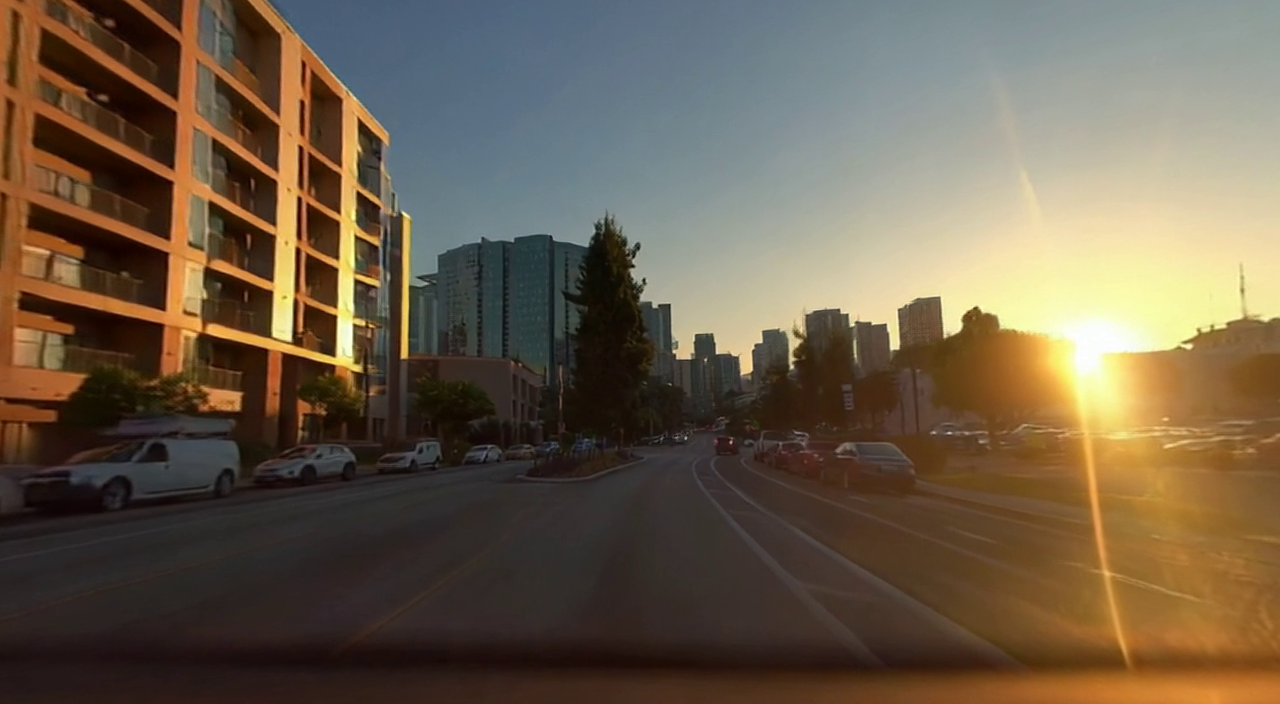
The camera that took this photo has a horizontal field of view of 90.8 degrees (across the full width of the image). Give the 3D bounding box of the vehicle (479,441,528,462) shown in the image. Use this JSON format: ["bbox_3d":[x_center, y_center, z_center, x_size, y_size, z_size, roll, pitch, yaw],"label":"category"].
[{"bbox_3d":[-10.101,7.375,47.032,1.873,1.467,4.644,-2,-8,10],"label":"vehicle"}]

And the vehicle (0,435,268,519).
[{"bbox_3d":[-12.734,3.127,16.631,2.290,1.799,5.801,0,-8,0],"label":"vehicle"}]

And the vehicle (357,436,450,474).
[{"bbox_3d":[-12.219,5.359,33.180,2.137,1.835,5.833,-1,-8,6],"label":"vehicle"}]

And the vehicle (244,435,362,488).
[{"bbox_3d":[-12.723,4.139,24.254,2.001,1.836,4.471,0,-8,1],"label":"vehicle"}]

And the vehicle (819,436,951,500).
[{"bbox_3d":[6.352,3.035,17.023,1.947,1.487,4.549,0,-8,3],"label":"vehicle"}]

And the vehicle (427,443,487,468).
[{"bbox_3d":[-11.341,6.402,39.496,1.829,1.449,4.713,-1,-8,7],"label":"vehicle"}]
